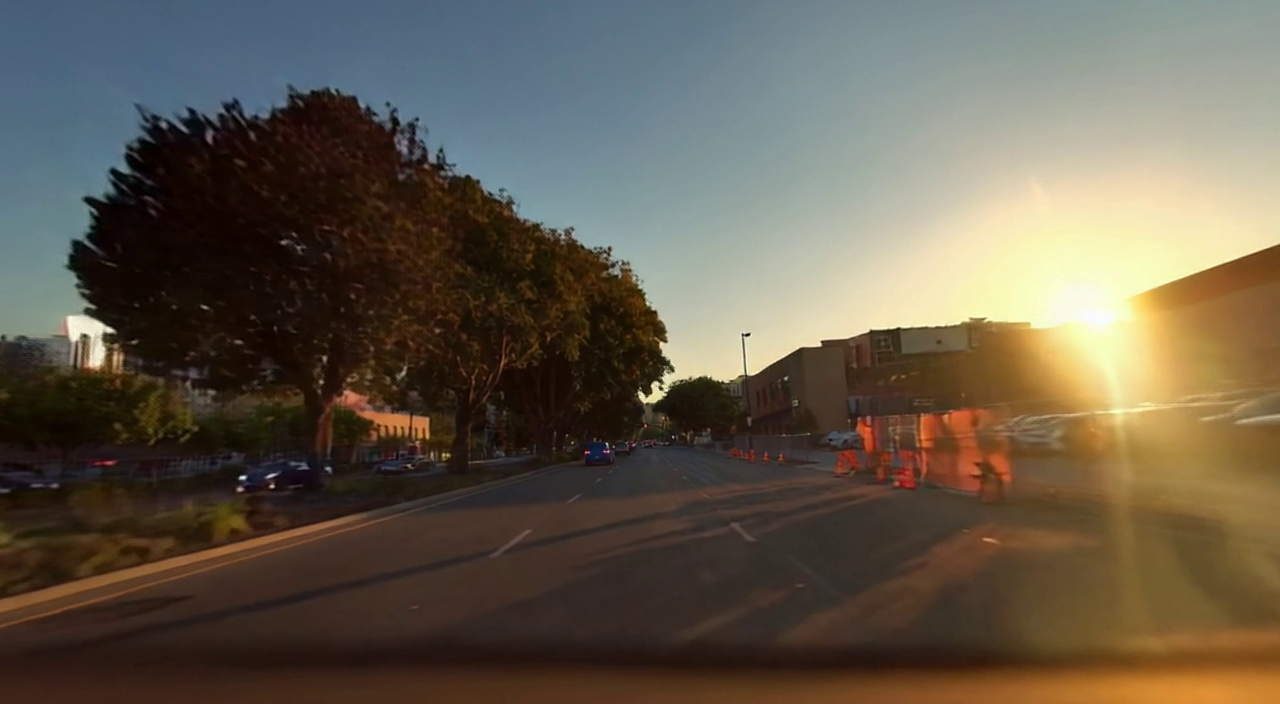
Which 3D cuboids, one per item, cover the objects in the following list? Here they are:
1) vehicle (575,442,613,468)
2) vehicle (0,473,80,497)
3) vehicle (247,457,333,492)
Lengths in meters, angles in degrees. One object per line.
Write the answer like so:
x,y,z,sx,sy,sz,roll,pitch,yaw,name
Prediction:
-2.720,6.192,38.103,1.926,1.442,4.231,0,-8,0,vehicle
-42.287,9.339,44.199,4.361,1.478,1.893,0,-8,5,vehicle
-17.881,6.266,32.492,1.948,1.535,4.600,0,-8,-2,vehicle
